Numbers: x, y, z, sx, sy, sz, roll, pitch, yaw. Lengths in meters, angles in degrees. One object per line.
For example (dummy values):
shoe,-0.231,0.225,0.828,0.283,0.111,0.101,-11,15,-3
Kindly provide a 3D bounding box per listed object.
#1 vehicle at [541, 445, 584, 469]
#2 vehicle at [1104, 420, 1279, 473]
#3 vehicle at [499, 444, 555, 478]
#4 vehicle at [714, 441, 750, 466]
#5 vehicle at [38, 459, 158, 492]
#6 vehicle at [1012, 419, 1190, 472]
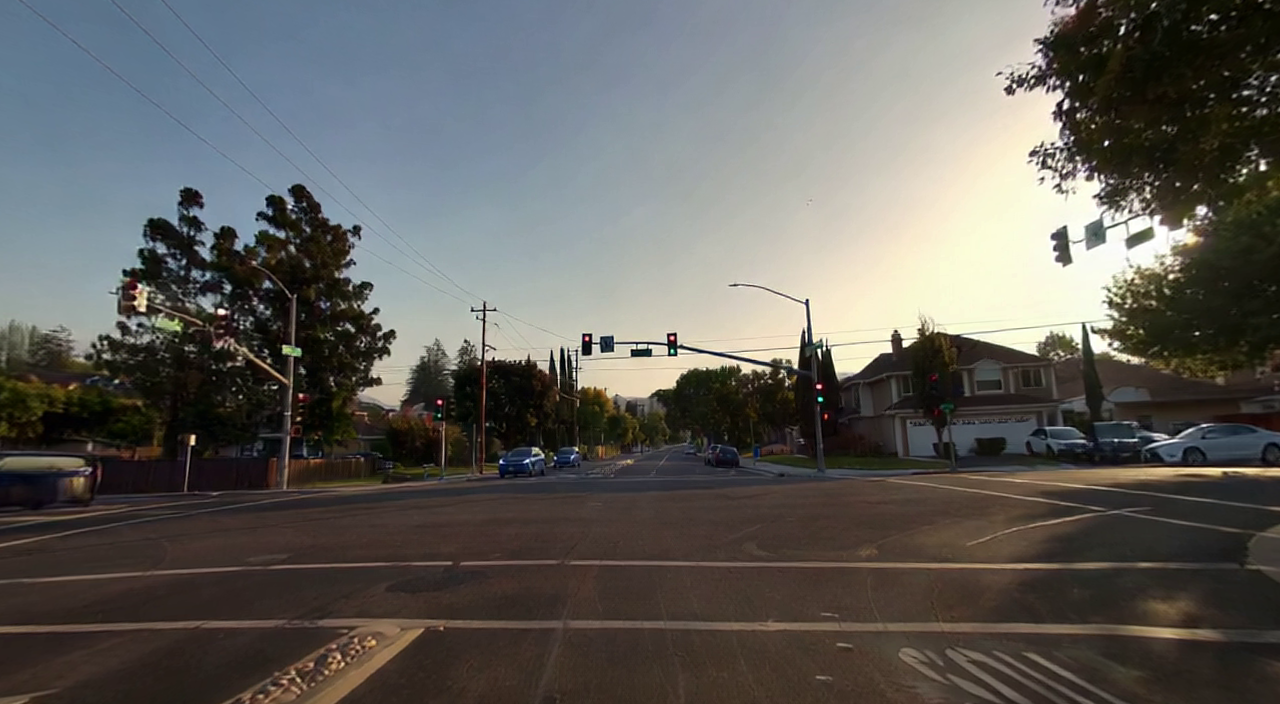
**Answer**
vehicle,-5.576,7.652,46.261,2.270,1.605,4.958,-1,-8,3
vehicle,16.962,2.841,19.027,4.345,1.517,1.913,0,-8,1
vehicle,-5.967,5.795,33.904,1.982,1.686,4.195,-1,-8,4
vehicle,6.227,6.958,43.309,1.891,1.611,4.269,0,-8,1
vehicle,-30.095,6.859,35.345,2.106,1.586,5.009,-1,-8,4
vehicle,15.995,3.272,22.132,4.452,1.711,2.186,0,-8,1
